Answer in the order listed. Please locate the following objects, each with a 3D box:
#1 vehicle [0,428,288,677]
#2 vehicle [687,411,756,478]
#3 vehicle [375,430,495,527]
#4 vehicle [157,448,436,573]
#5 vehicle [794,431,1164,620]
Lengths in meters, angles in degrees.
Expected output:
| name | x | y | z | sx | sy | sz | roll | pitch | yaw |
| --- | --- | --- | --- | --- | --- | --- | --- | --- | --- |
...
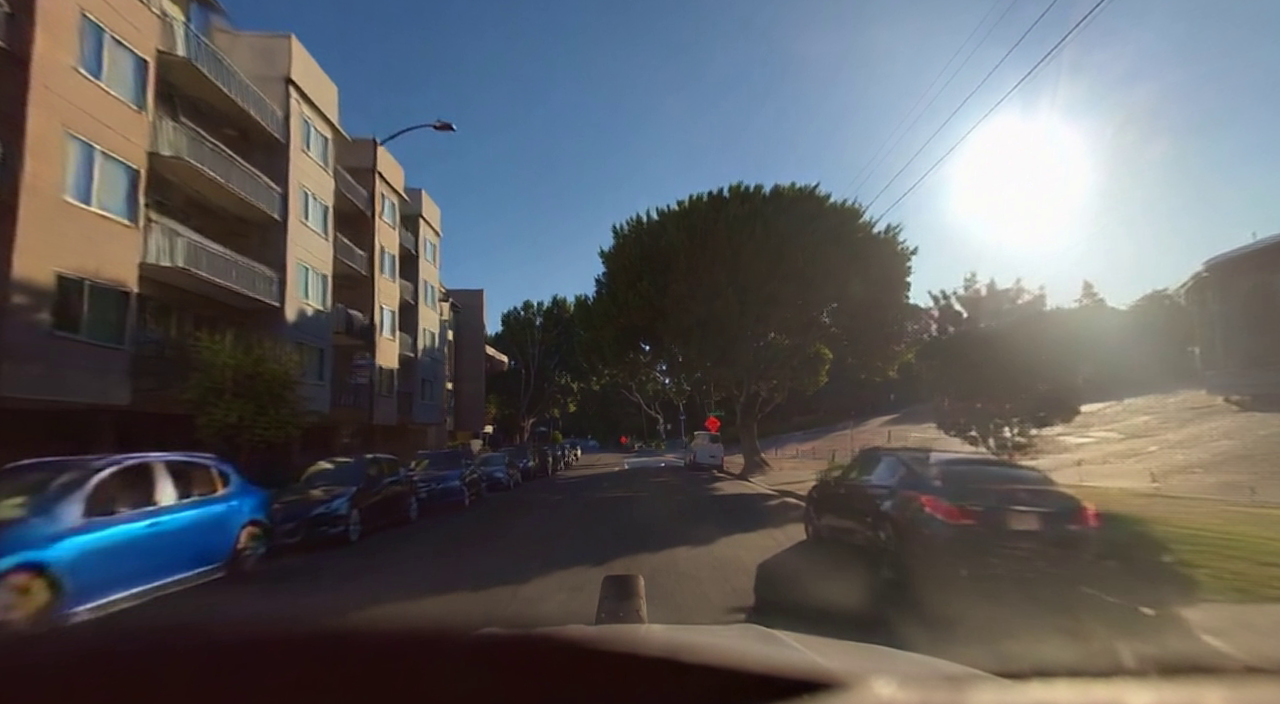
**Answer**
| name | x | y | z | sx | sy | sz | roll | pitch | yaw |
| --- | --- | --- | --- | --- | --- | --- | --- | --- | --- |
| vehicle | -5.033 | 1.493 | 5.405 | 1.782 | 1.585 | 3.962 | 0 | -8 | -1 |
| vehicle | 3.890 | 4.286 | 29.872 | 1.961 | 2.656 | 3.047 | -2 | -1 | 35 |
| vehicle | -5.183 | 3.155 | 16.625 | 1.824 | 1.664 | 4.344 | -2 | 0 | -2 |
| vehicle | -5.063 | 2.352 | 10.342 | 1.890 | 1.457 | 4.856 | 0 | -8 | -1 |
| vehicle | 3.257 | 1.707 | 7.228 | 1.835 | 1.490 | 4.134 | 0 | -8 | -1 |
